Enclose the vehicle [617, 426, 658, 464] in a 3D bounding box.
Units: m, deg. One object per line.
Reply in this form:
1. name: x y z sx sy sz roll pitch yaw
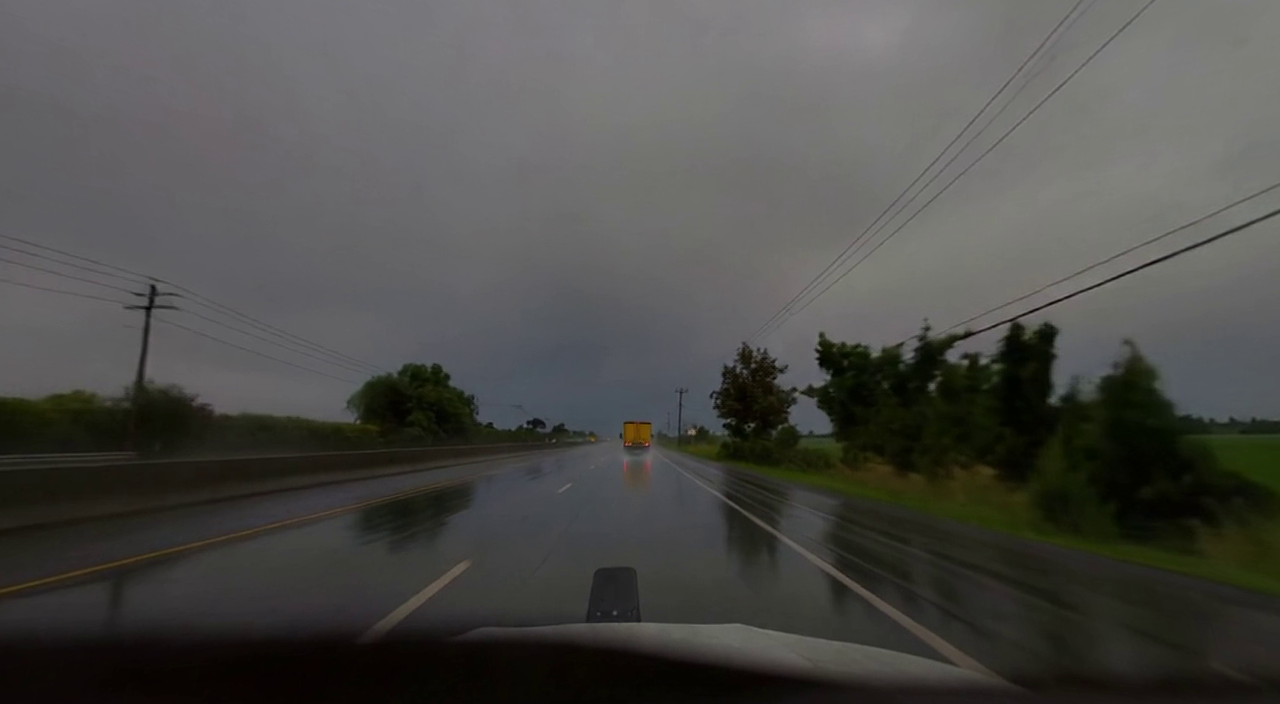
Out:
1. vehicle: -0.216 5.544 37.612 2.240 2.129 4.480 0 -8 -2
